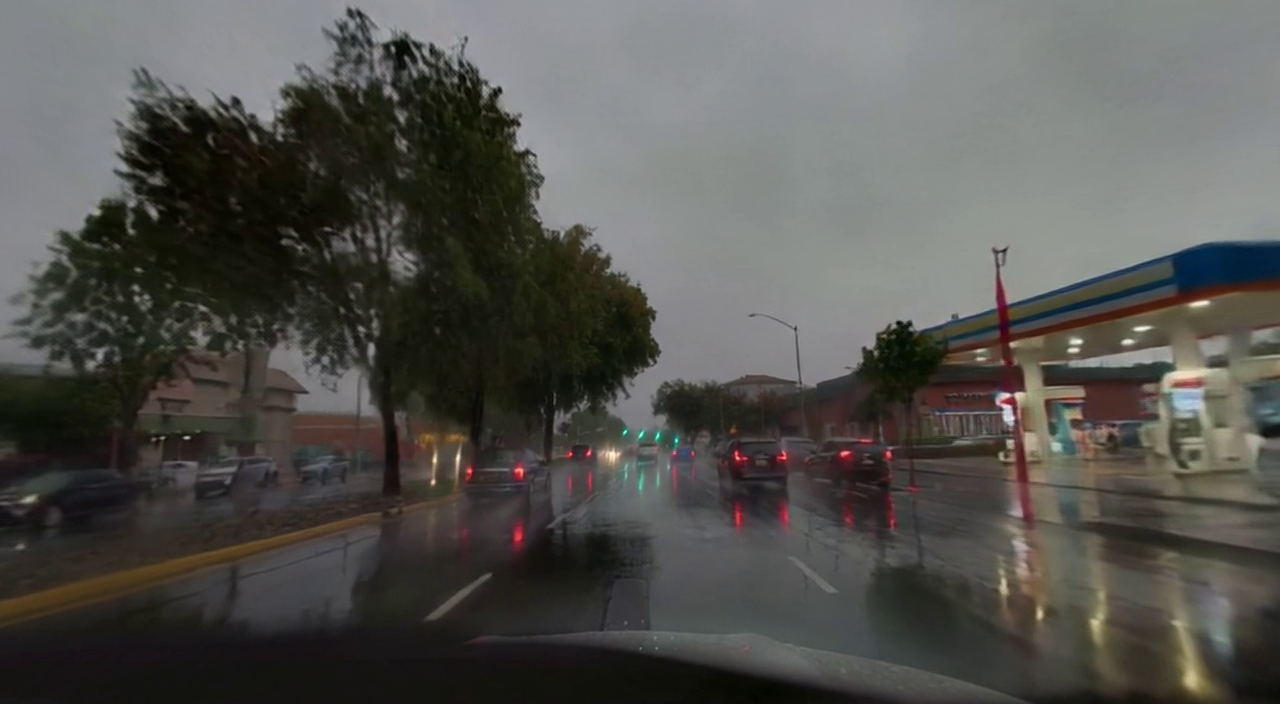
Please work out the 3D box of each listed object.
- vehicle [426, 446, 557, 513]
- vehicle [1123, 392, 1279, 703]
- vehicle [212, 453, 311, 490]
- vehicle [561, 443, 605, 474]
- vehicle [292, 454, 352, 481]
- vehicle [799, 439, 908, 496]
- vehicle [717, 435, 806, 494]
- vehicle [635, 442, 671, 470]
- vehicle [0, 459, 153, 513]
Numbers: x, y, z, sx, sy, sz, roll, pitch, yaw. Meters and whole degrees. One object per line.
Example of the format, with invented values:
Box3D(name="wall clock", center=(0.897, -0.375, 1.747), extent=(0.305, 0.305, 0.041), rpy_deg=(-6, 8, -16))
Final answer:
Box3D(name="vehicle", center=(-3.361, 2.973, 15.251), extent=(2.013, 1.354, 4.393), rpy_deg=(0, -8, 1))
Box3D(name="vehicle", center=(3.179, 0.654, 0.559), extent=(1.919, 1.502, 4.572), rpy_deg=(0, -8, 1))
Box3D(name="vehicle", center=(-18.570, 5.850, 31.204), extent=(1.947, 1.616, 4.638), rpy_deg=(0, -8, 1))
Box3D(name="vehicle", center=(-3.188, 6.029, 35.966), extent=(1.988, 1.645, 3.995), rpy_deg=(0, -8, 2))
Box3D(name="vehicle", center=(-21.832, 7.912, 43.422), extent=(1.821, 1.645, 4.211), rpy_deg=(0, -8, 1))
Box3D(name="vehicle", center=(7.171, 3.937, 21.857), extent=(2.417, 1.736, 5.043), rpy_deg=(-1, -9, 5))
Box3D(name="vehicle", center=(3.830, 3.631, 20.805), extent=(1.980, 1.709, 4.813), rpy_deg=(0, -8, 0))
Box3D(name="vehicle", center=(0.815, 6.660, 40.555), extent=(2.192, 1.674, 4.124), rpy_deg=(0, -8, 1))
Box3D(name="vehicle", center=(-19.158, 4.379, 21.061), extent=(1.890, 1.472, 4.769), rpy_deg=(0, -8, 1))
